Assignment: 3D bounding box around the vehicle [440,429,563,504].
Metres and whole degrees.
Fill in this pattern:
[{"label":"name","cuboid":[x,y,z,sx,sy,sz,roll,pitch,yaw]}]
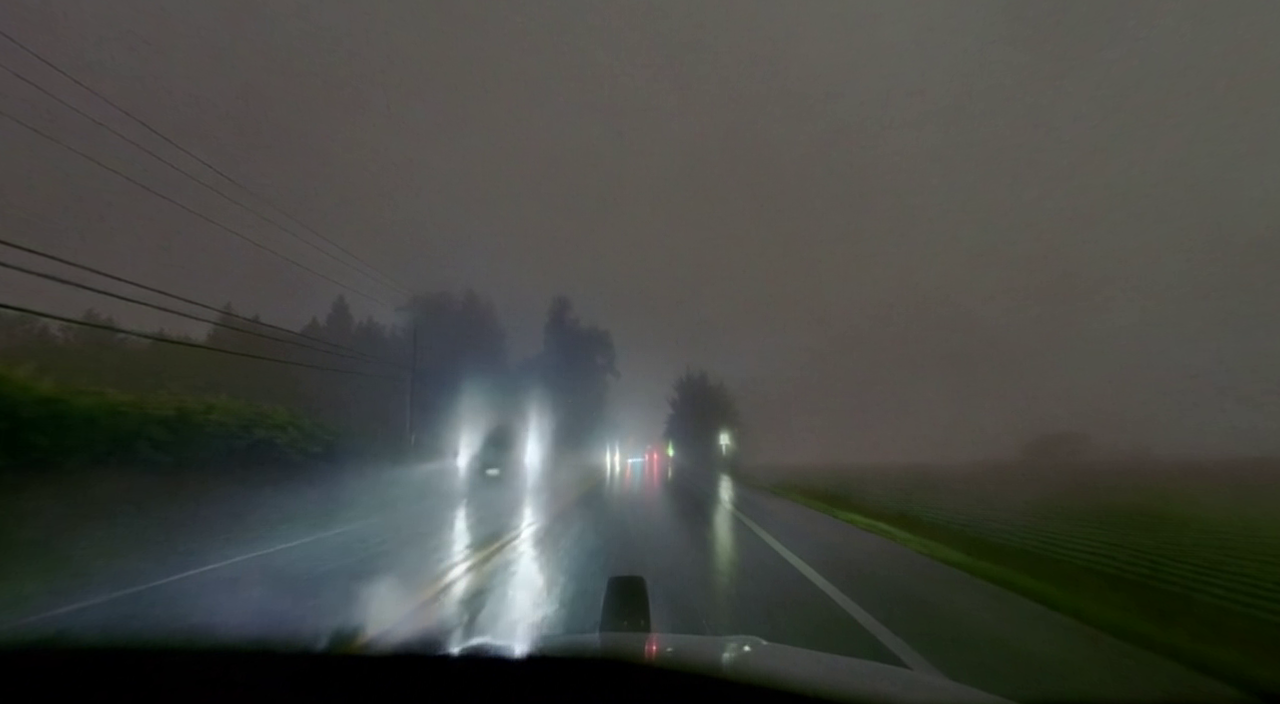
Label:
[{"label":"vehicle","cuboid":[-3.820,3.282,18.696,2.255,1.849,5.576,0,-8,1]}]
